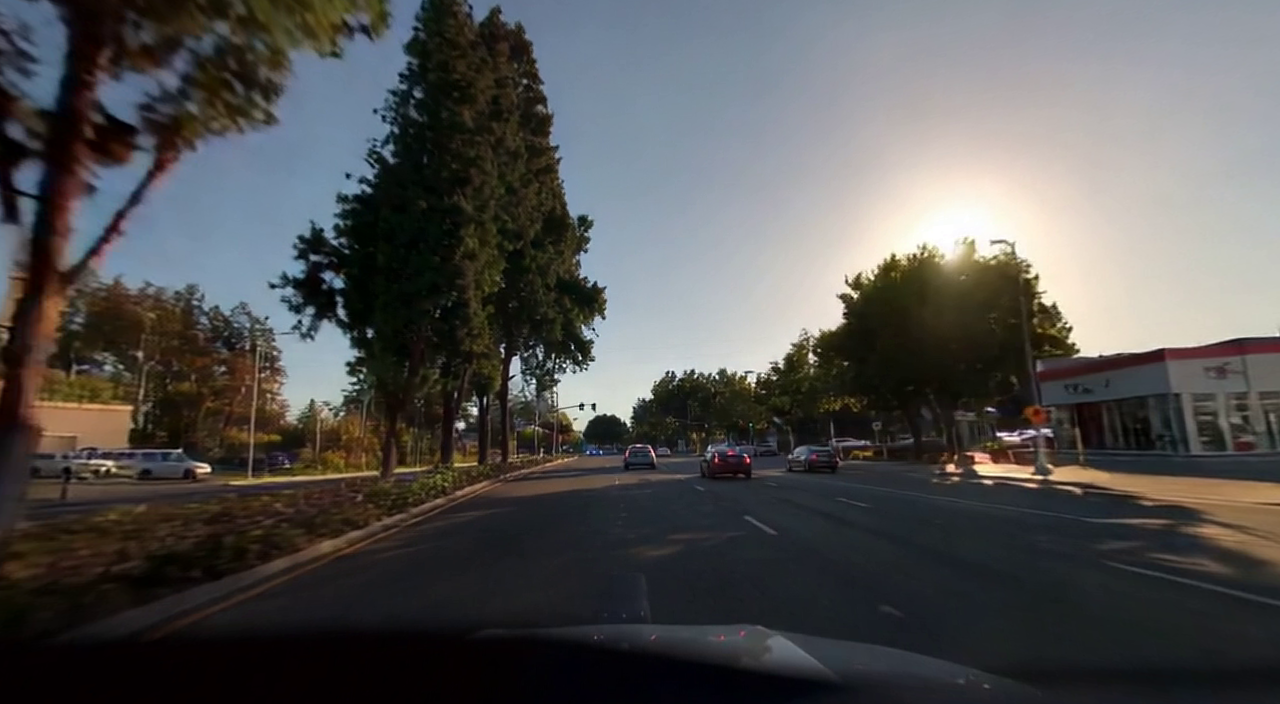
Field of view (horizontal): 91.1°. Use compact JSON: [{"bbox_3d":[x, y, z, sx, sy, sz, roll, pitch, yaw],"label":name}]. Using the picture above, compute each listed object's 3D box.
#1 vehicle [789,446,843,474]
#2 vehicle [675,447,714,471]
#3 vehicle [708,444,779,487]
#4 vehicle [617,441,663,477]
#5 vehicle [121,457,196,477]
[{"bbox_3d":[10.186,6.264,36.701,1.906,1.488,4.251,0,-9,0],"label":"vehicle"},{"bbox_3d":[3.551,7.065,41.813,2.114,1.473,4.495,0,-9,-1],"label":"vehicle"},{"bbox_3d":[3.936,4.388,24.707,1.980,1.515,4.362,0,-9,-1],"label":"vehicle"},{"bbox_3d":[-0.009,5.466,32.261,2.172,1.694,4.055,0,-9,0],"label":"vehicle"},{"bbox_3d":[-37.834,9.061,49.337,4.428,1.450,1.810,0,-8,1],"label":"vehicle"}]
